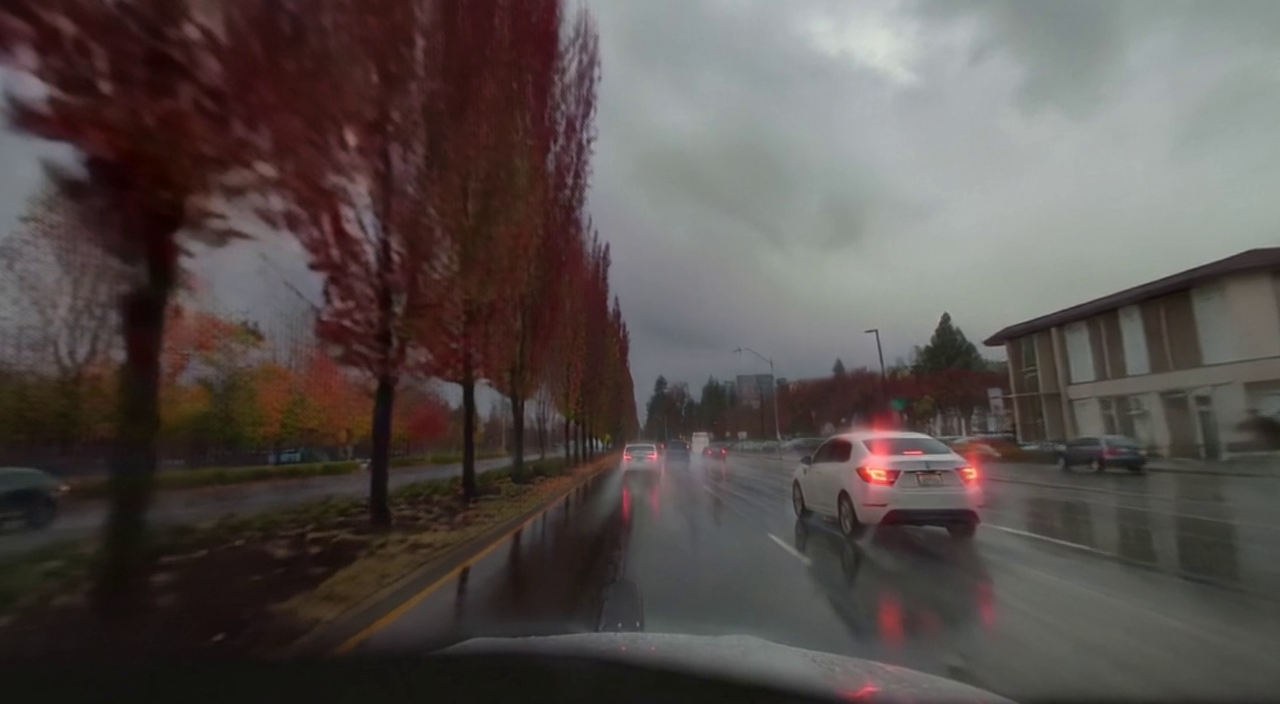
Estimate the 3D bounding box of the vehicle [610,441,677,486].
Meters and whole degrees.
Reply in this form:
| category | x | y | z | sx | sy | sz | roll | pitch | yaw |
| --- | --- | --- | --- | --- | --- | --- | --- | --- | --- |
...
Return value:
| category | x | y | z | sx | sy | sz | roll | pitch | yaw |
| --- | --- | --- | --- | --- | --- | --- | --- | --- | --- |
| vehicle | 0.077 | 4.110 | 23.626 | 2.289 | 1.471 | 4.477 | 0 | -9 | -1 |

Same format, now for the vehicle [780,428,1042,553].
| category | x | y | z | sx | sy | sz | roll | pitch | yaw |
| --- | --- | --- | --- | --- | --- | --- | --- | --- | --- |
| vehicle | 3.720 | 1.983 | 9.757 | 2.094 | 1.480 | 4.323 | 0 | -9 | 0 |

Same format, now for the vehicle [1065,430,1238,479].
| category | x | y | z | sx | sy | sz | roll | pitch | yaw |
| --- | --- | --- | --- | --- | --- | --- | --- | --- | --- |
| vehicle | 21.358 | 4.318 | 26.842 | 2.582 | 1.849 | 5.579 | 0 | -9 | -1 |
